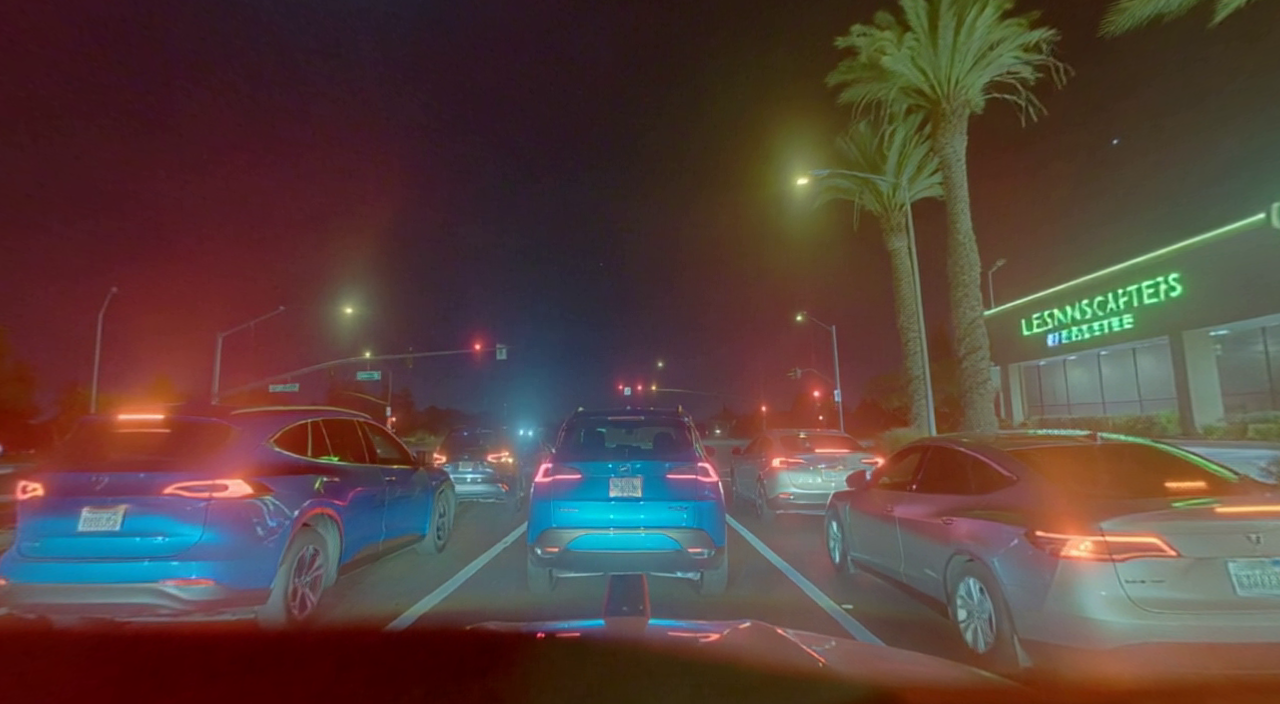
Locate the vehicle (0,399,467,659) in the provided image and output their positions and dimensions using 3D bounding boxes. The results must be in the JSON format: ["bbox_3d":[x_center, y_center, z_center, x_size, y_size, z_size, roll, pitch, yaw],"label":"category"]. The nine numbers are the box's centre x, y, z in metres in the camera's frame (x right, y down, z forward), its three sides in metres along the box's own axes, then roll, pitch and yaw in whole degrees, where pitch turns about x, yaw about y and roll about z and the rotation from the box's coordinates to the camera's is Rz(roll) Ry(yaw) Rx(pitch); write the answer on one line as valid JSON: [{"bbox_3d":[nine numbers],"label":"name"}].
[{"bbox_3d":[-3.352,1.381,6.052,2.014,1.534,4.455,0,-8,1],"label":"vehicle"}]

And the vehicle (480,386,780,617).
[{"bbox_3d":[-0.137,1.459,7.071,2.280,1.747,4.361,0,-8,-2],"label":"vehicle"}]

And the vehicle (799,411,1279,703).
[{"bbox_3d":[2.971,1.368,5.262,2.017,1.491,4.611,0,-8,-1],"label":"vehicle"}]
